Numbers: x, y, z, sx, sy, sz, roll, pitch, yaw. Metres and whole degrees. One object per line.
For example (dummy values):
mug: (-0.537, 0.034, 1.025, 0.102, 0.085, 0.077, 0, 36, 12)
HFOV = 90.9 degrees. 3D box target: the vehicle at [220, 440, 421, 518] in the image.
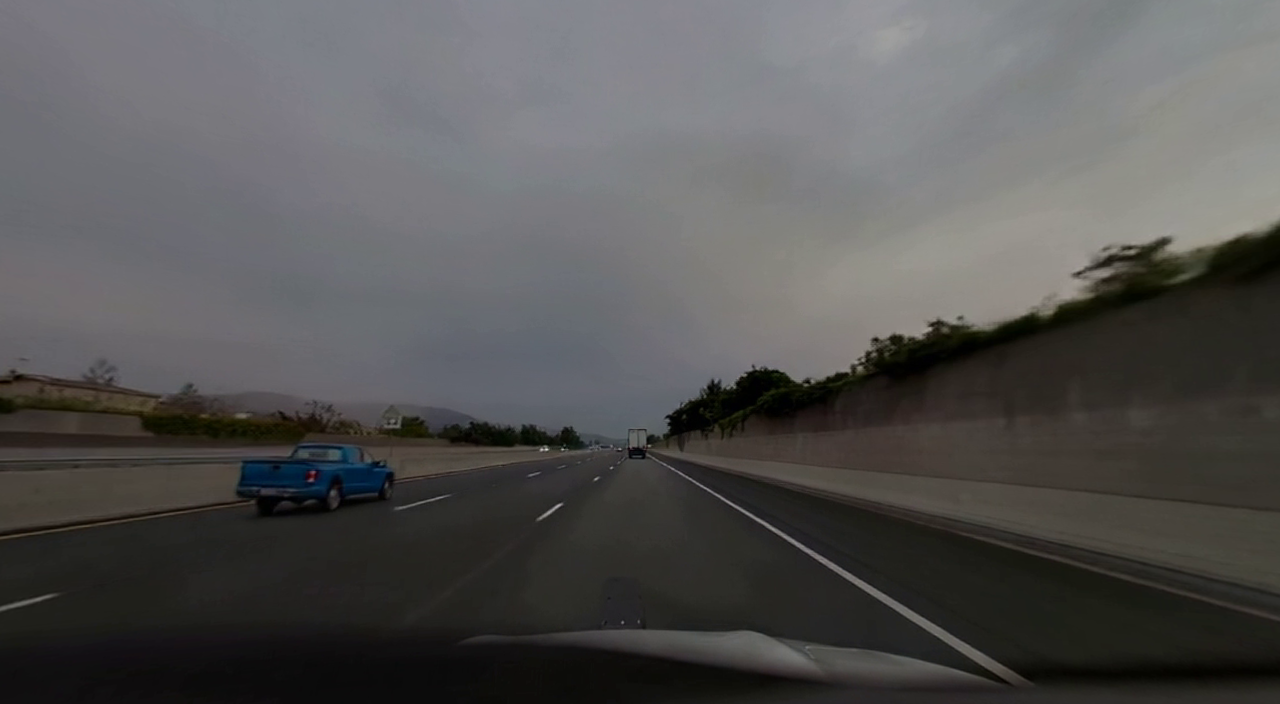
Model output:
vehicle: (-7.036, 2.831, 14.672, 2.017, 1.468, 5.031, 0, -9, 0)
